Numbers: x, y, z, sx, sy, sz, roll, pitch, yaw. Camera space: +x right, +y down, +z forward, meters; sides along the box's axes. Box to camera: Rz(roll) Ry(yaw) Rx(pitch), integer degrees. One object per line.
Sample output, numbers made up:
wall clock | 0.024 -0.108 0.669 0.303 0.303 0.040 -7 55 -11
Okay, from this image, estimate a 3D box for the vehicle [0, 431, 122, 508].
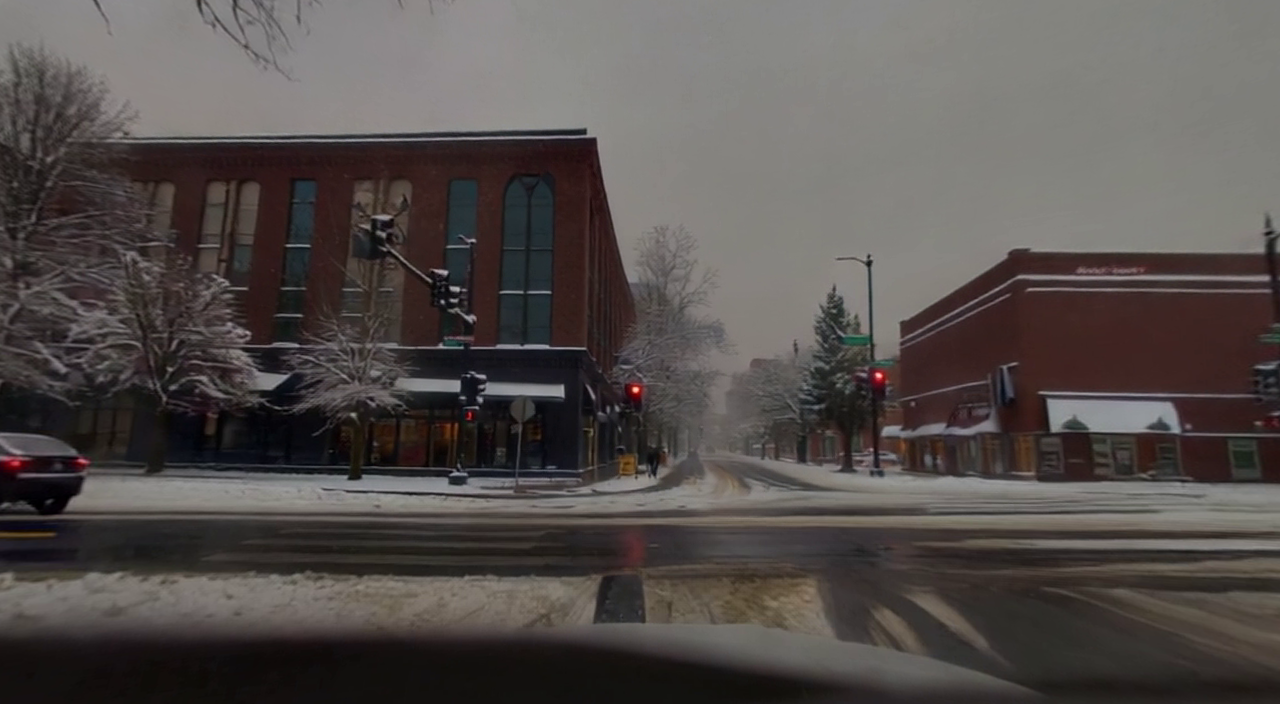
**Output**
vehicle | -14.309 2.515 13.799 4.459 1.482 2.106 -2 -9 10
